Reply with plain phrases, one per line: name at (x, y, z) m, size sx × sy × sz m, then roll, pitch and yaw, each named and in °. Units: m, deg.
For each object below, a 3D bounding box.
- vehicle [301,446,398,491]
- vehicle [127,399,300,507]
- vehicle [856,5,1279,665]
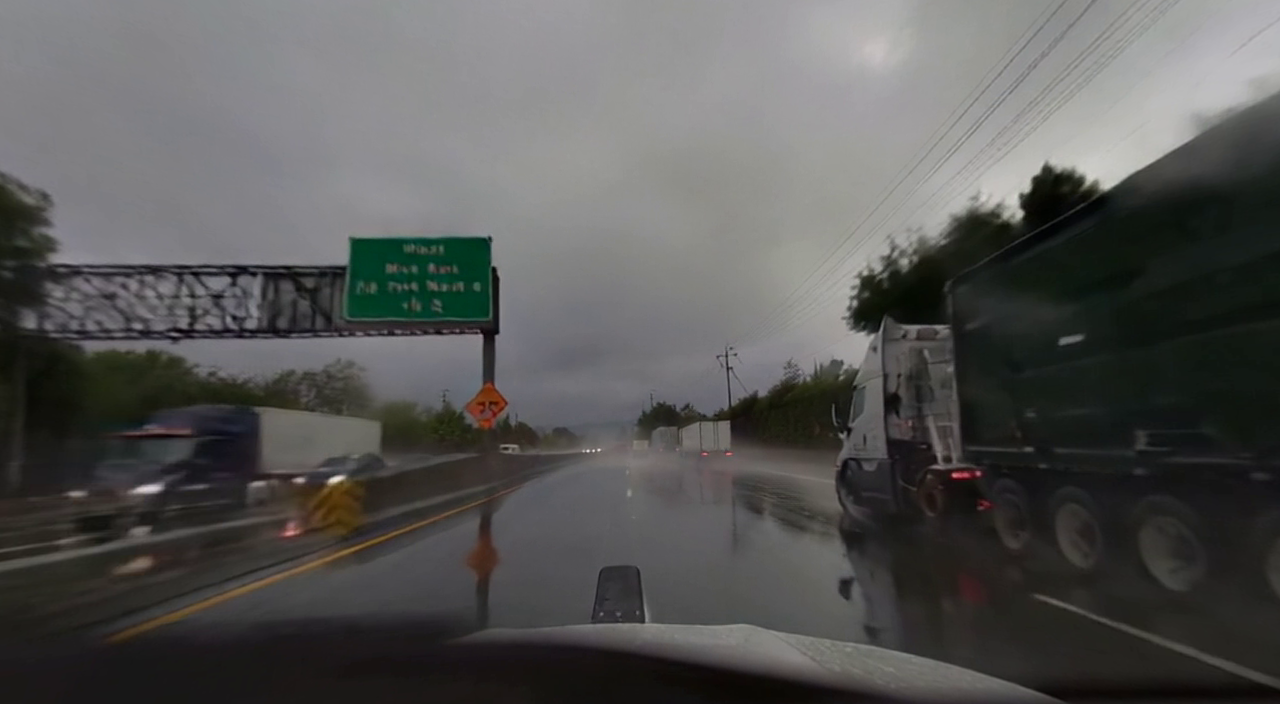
vehicle at (-13.902, 5.567, 30.473) m, size 2.464 × 1.975 × 4.855 m, roll 0°, pitch -9°, yaw -1°
vehicle at (-17.656, 4.245, 26.681) m, size 2.962 × 4.023 × 6.073 m, roll 0°, pitch -9°, yaw -2°
vehicle at (5.300, 0.186, 5.875) m, size 2.869 × 4.048 × 8.895 m, roll 0°, pitch -9°, yaw -3°
